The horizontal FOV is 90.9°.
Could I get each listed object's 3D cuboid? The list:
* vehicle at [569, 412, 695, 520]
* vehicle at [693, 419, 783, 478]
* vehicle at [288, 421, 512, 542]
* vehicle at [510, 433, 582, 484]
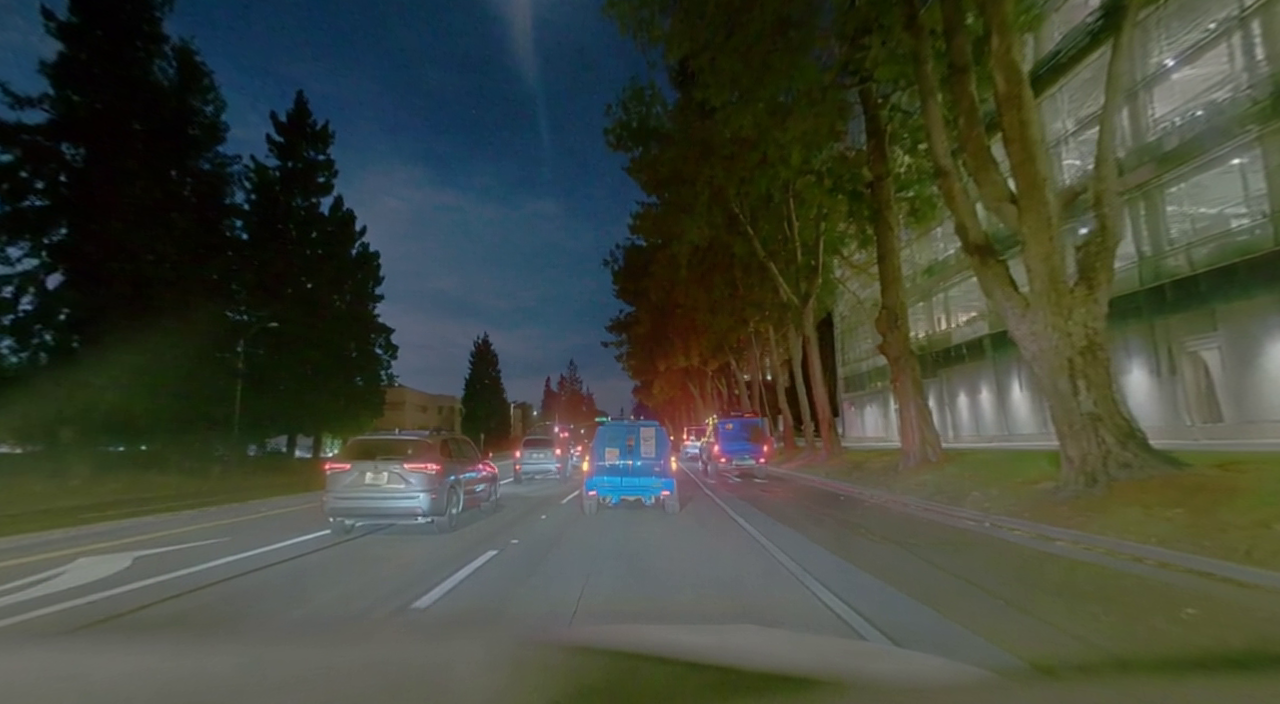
[{"bbox_3d":[-0.111,2.181,12.483,2.075,1.770,4.018,0,-8,1],"label":"vehicle"},{"bbox_3d":[3.706,3.844,25.332,2.655,2.054,6.098,0,-8,0],"label":"vehicle"},{"bbox_3d":[-3.741,2.101,10.929,1.959,1.614,4.676,0,-8,1],"label":"vehicle"},{"bbox_3d":[-3.224,3.744,22.484,1.894,1.642,3.861,0,-8,1],"label":"vehicle"}]
